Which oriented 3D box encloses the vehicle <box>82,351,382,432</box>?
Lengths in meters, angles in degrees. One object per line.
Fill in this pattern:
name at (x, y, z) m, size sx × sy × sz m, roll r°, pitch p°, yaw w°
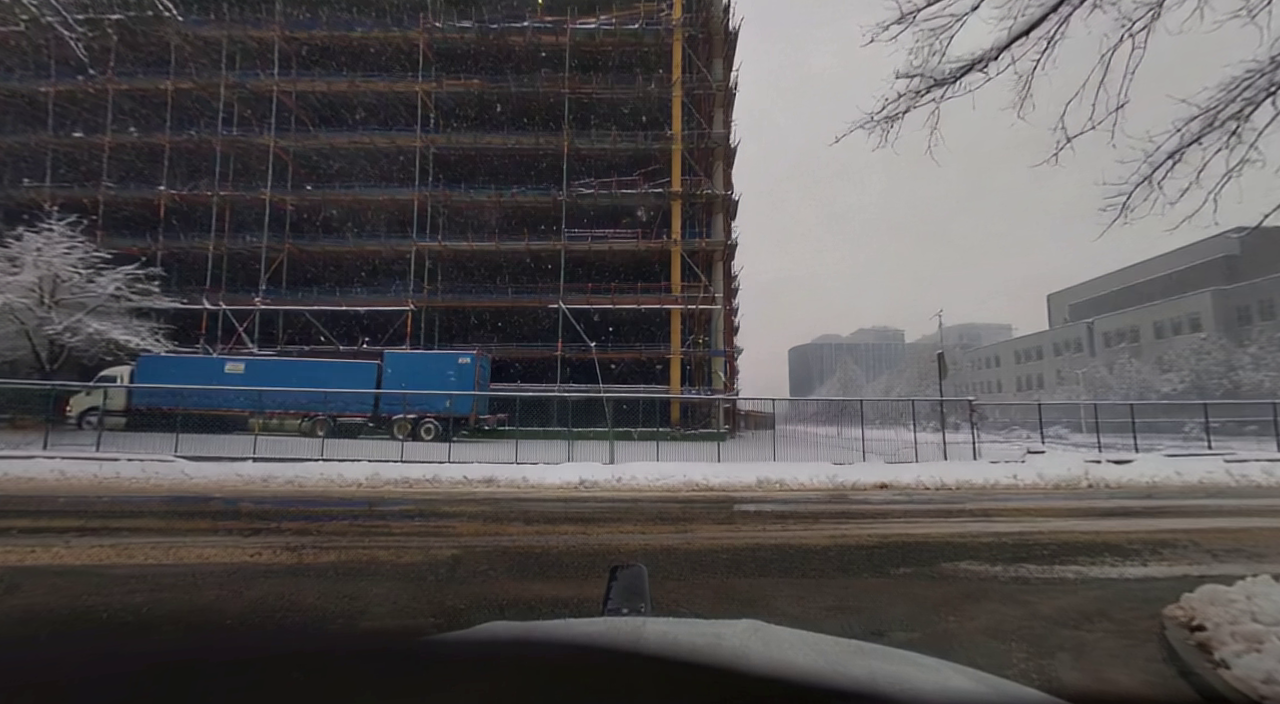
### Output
vehicle at (-22.778, 2.452, 36.414) m, size 14.067 × 4.099 × 2.832 m, roll 3°, pitch -7°, yaw -15°
